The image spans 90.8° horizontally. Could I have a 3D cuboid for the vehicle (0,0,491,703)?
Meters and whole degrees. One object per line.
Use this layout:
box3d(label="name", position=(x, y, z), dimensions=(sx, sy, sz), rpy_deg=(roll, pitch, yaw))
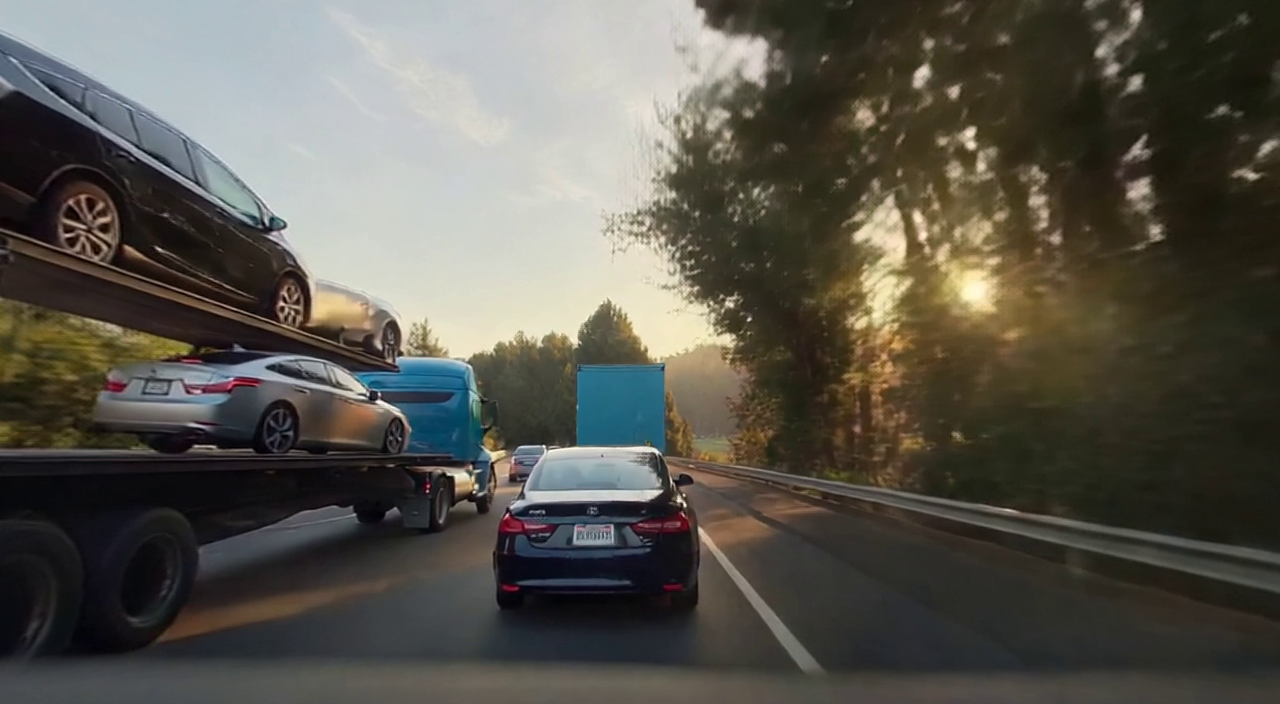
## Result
box3d(label="vehicle", position=(-4.591, 0.283, 6.084), dimensions=(2.836, 4.059, 14.286), rpy_deg=(0, -9, 0))

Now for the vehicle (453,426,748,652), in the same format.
box3d(label="vehicle", position=(-0.285, 1.534, 6.049), dimensions=(1.991, 1.507, 3.391), rpy_deg=(0, -9, -1))
